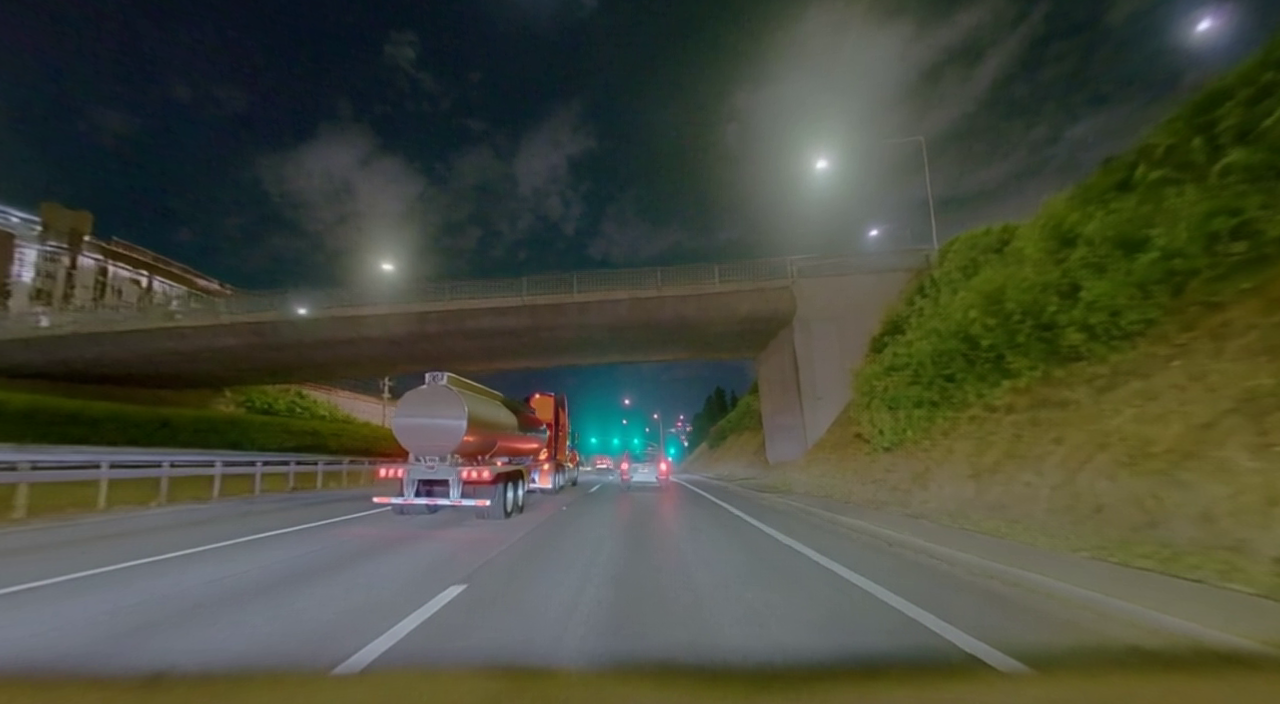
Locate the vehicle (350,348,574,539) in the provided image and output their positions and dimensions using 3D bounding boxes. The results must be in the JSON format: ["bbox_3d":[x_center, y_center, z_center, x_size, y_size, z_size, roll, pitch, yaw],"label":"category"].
[{"bbox_3d":[-4.073,2.777,19.178,2.896,3.563,14.643,0,-9,-1],"label":"vehicle"}]

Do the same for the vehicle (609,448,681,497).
[{"bbox_3d":[0.113,4.016,21.544,2.215,1.481,4.246,0,-9,-1],"label":"vehicle"}]
